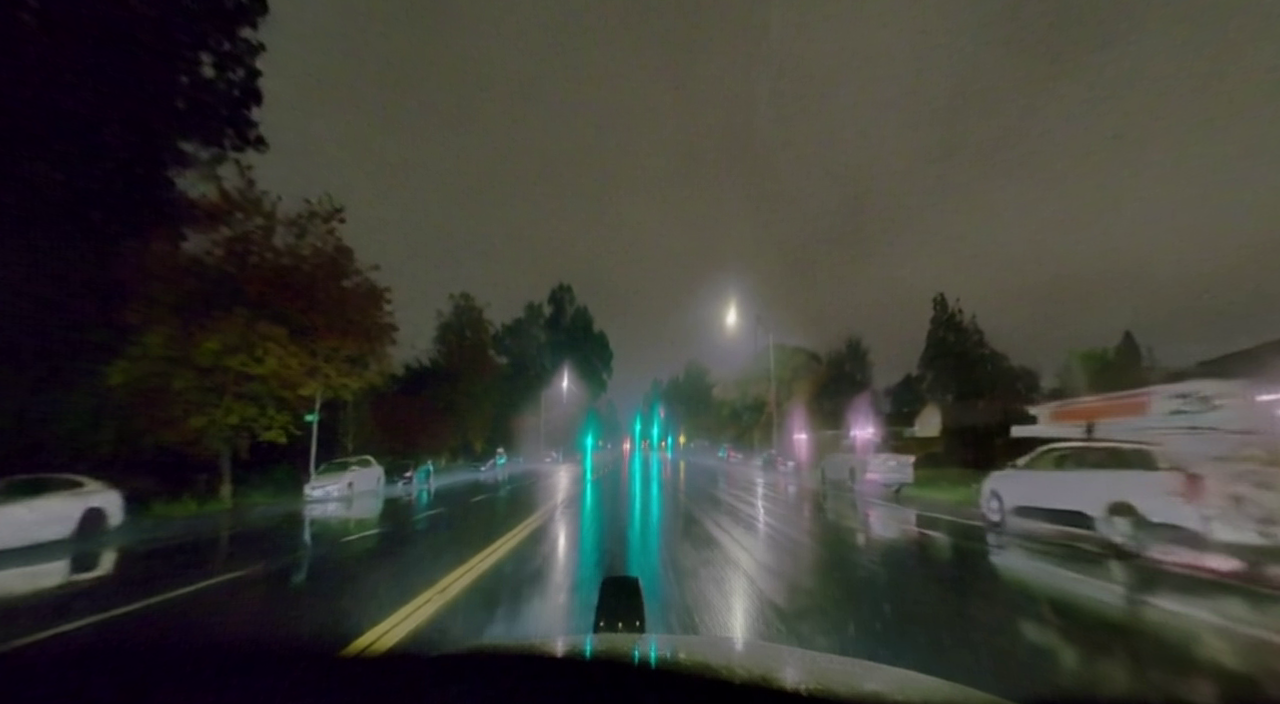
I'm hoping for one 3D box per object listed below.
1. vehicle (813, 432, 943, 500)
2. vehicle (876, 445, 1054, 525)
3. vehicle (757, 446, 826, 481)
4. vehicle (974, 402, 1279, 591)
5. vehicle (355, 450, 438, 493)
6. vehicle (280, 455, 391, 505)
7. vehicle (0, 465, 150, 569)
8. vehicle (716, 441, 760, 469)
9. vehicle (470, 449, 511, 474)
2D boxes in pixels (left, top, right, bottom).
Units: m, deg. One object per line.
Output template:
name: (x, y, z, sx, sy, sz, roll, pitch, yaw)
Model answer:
vehicle: (7.210, 3.498, 19.883, 2.064, 1.802, 5.293, -1, -9, 1)
vehicle: (6.793, 2.777, 13.871, 1.882, 1.433, 4.622, -2, -9, 6)
vehicle: (7.114, 5.263, 30.166, 1.982, 1.479, 4.687, 0, -9, -2)
vehicle: (7.167, 1.833, 8.965, 2.103, 1.912, 4.892, 0, -9, -1)
vehicle: (-10.711, 5.288, 28.179, 1.974, 1.682, 4.339, -2, -9, 0)
vehicle: (-10.828, 4.550, 22.833, 1.840, 1.526, 4.214, -1, -9, 1)
vehicle: (-10.805, 2.664, 10.184, 2.007, 1.528, 4.710, -2, -9, 0)
vehicle: (6.776, 7.177, 44.188, 2.087, 1.762, 5.493, 0, -9, -1)
vehicle: (-11.132, 8.199, 47.364, 2.048, 1.692, 4.635, -2, -9, 0)
